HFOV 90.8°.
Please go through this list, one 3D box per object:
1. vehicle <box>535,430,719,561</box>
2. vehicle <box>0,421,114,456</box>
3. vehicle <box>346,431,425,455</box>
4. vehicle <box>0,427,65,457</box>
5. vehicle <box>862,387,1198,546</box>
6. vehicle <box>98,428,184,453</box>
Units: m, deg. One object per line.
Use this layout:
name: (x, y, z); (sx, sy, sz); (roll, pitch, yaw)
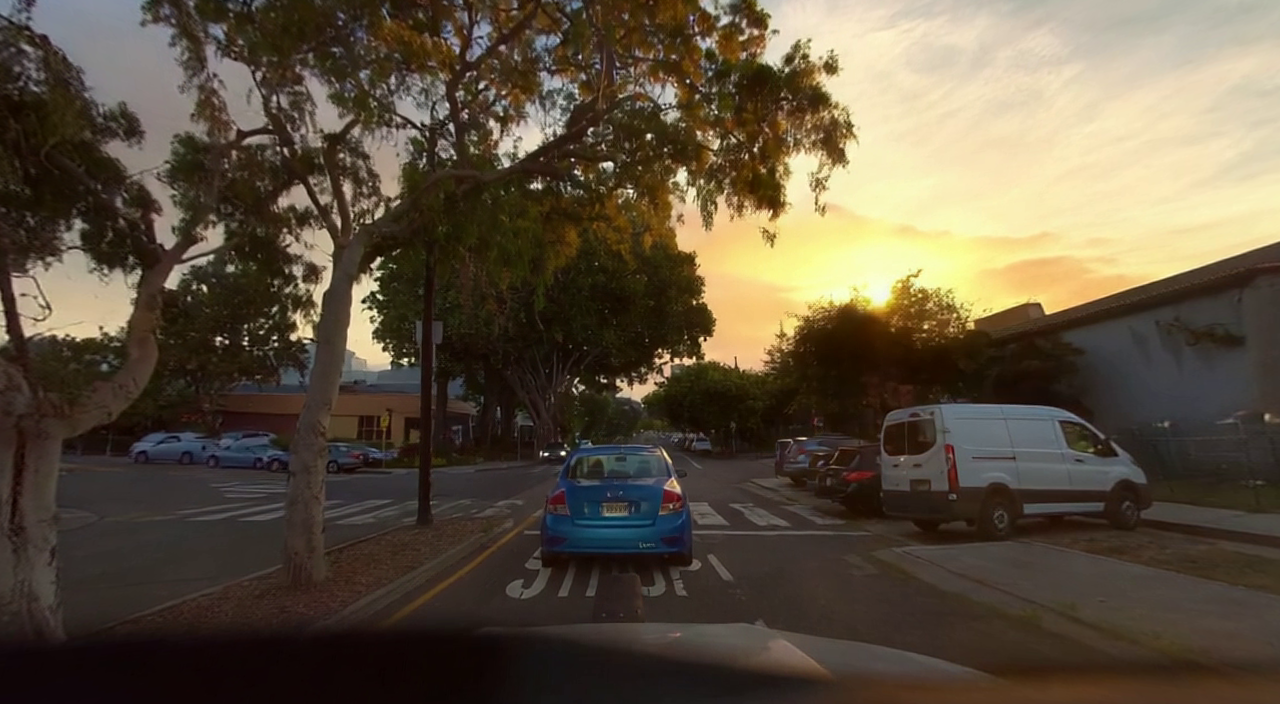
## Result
vehicle: (-0.226, 1.961, 9.446); (2.065, 1.450, 4.522); (0, -8, -2)
vehicle: (-31.827, 4.736, 34.371); (4.438, 1.814, 2.044); (0, -8, -2)
vehicle: (-18.450, 6.621, 45.950); (4.892, 1.679, 1.927); (1, -9, -6)
vehicle: (-31.793, 4.508, 31.560); (4.168, 1.458, 1.904); (0, -8, -2)
vehicle: (6.656, 1.868, 10.759); (5.385, 2.146, 2.143); (4, -9, -25)
vehicle: (-31.790, 5.643, 40.301); (3.915, 1.574, 1.850); (0, -8, 3)
